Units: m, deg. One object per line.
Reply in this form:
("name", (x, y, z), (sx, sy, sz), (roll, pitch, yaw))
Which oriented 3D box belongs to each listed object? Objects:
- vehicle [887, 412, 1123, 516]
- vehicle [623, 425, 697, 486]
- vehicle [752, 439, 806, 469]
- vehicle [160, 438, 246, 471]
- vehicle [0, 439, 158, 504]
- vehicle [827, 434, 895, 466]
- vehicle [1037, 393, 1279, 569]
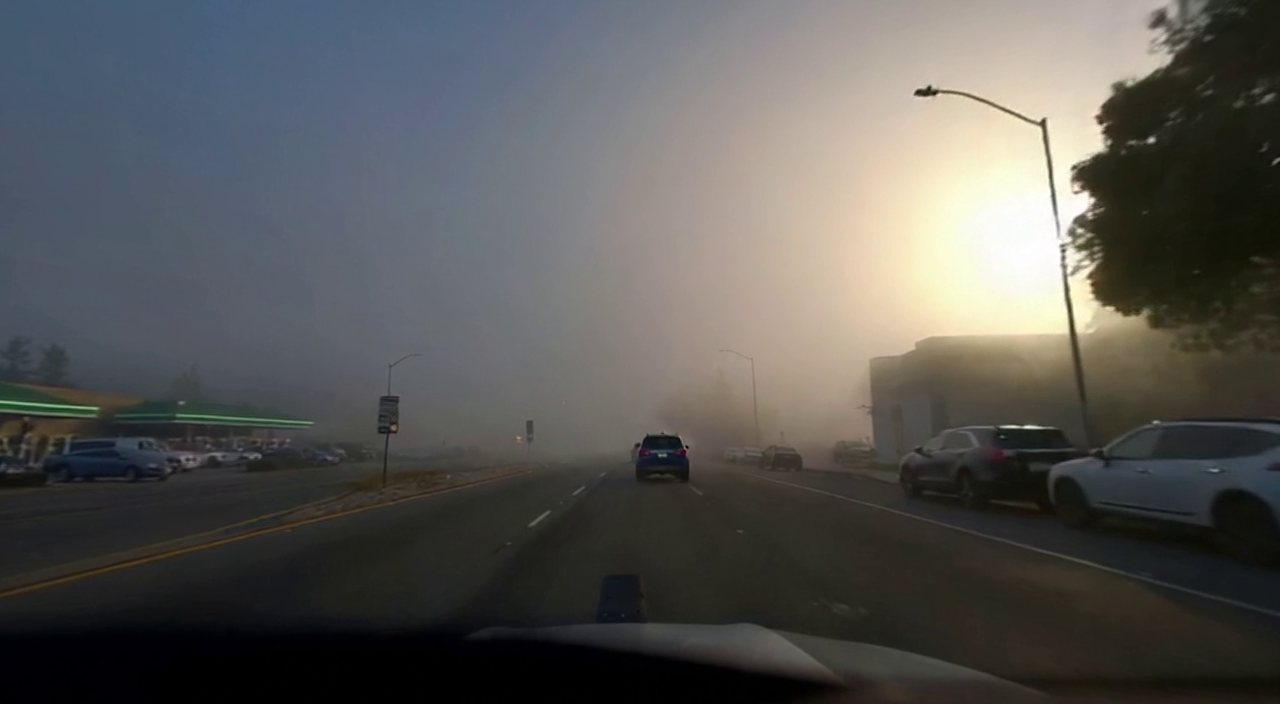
("vehicle", (7.298, 2.310, 13.333), (2.032, 1.776, 4.782), (1, -9, -1))
("vehicle", (0.690, 3.604, 22.186), (2.317, 1.857, 5.150), (0, -8, 2))
("vehicle", (7.492, 5.527, 34.216), (1.818, 1.459, 4.806), (1, -8, 0))
("vehicle", (-25.818, 6.033, 37.301), (2.044, 1.695, 4.619), (-1, -7, -5))
("vehicle", (-17.669, 3.560, 19.263), (1.995, 1.740, 4.673), (0, -8, 0))
("vehicle", (12.832, 5.727, 36.822), (2.019, 1.711, 4.862), (1, -9, -3))
("vehicle", (7.387, 1.510, 7.660), (1.970, 1.744, 4.662), (1, -9, -1))
